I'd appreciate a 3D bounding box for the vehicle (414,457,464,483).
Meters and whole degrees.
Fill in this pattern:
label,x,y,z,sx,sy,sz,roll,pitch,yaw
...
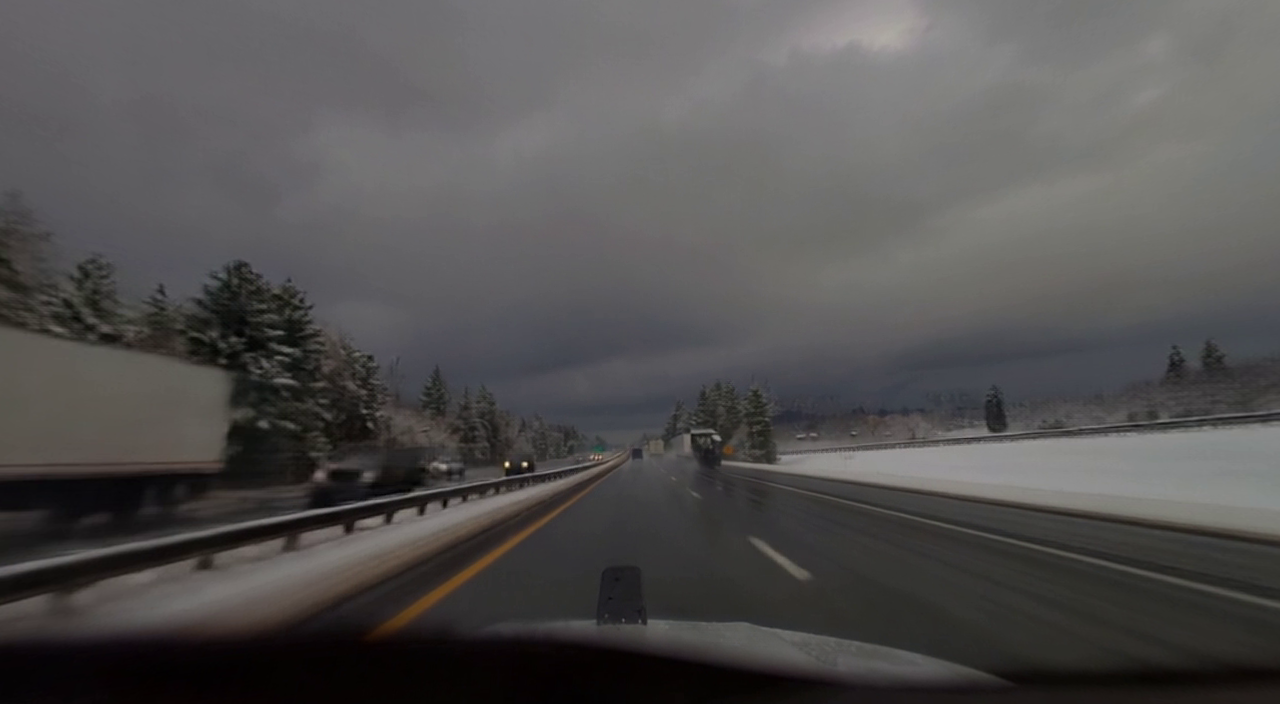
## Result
label,x,y,z,sx,sy,sz,roll,pitch,yaw
vehicle,-12.542,7.363,39.560,1.841,1.447,3.943,0,-9,0

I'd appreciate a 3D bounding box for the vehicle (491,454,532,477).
label,x,y,z,sx,sy,sz,roll,pitch,yaw
vehicle,-9.097,8.033,44.847,1.989,1.540,4.178,0,-9,1

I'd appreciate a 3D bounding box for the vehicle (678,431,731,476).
label,x,y,z,sx,sy,sz,roll,pitch,yaw
vehicle,3.843,6.211,38.620,2.472,2.562,5.594,0,-9,-2

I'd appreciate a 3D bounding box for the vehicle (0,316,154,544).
label,x,y,z,sx,sy,sz,roll,pitch,yaw
vehicle,-13.229,1.061,9.127,3.428,4.062,11.018,0,-9,1

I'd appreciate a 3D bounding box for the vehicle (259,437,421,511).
label,x,y,z,sx,sy,sz,roll,pitch,yaw
vehicle,-8.507,3.508,18.583,2.140,1.850,5.186,0,-9,1
